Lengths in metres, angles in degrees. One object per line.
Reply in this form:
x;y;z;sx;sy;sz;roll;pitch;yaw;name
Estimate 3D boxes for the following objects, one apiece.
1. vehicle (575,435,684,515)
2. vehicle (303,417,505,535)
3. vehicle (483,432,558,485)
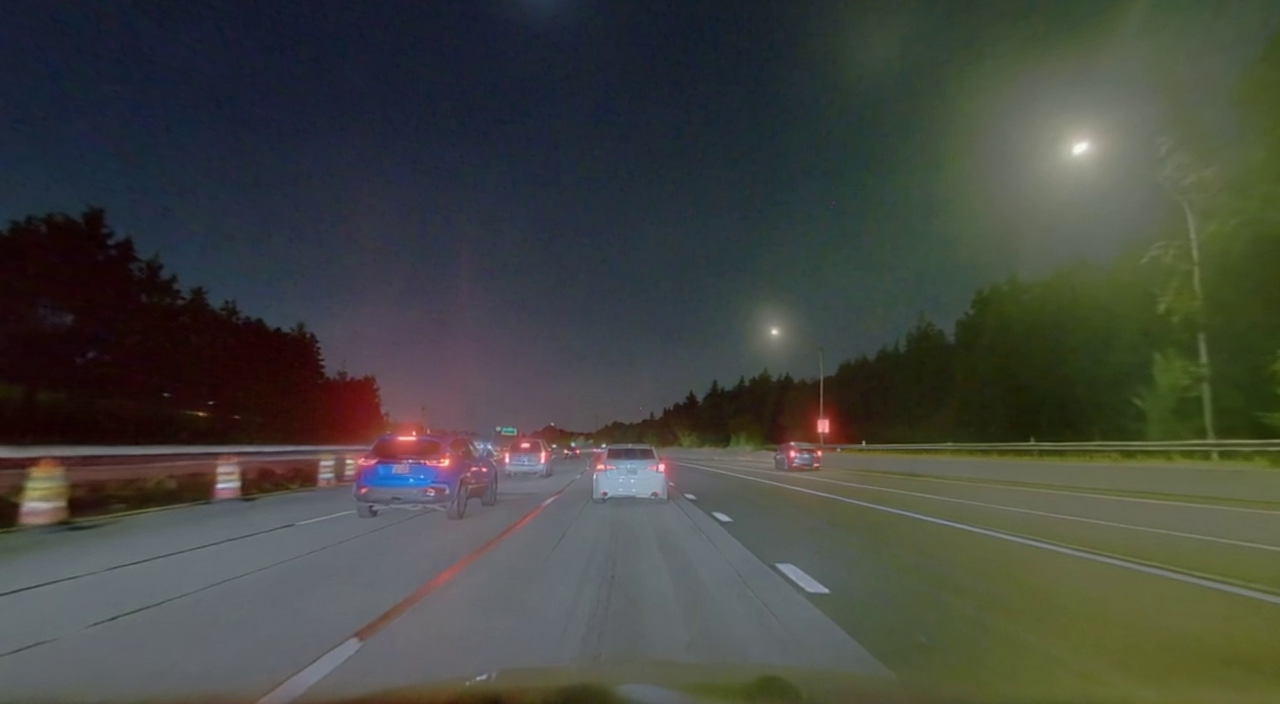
-0.256;2.631;14.013;2.069;1.484;3.982;0;-9;-2;vehicle
-3.892;2.120;11.345;2.025;1.708;4.089;0;-9;0;vehicle
-4.209;3.809;22.855;1.982;1.727;4.057;0;-9;-1;vehicle
